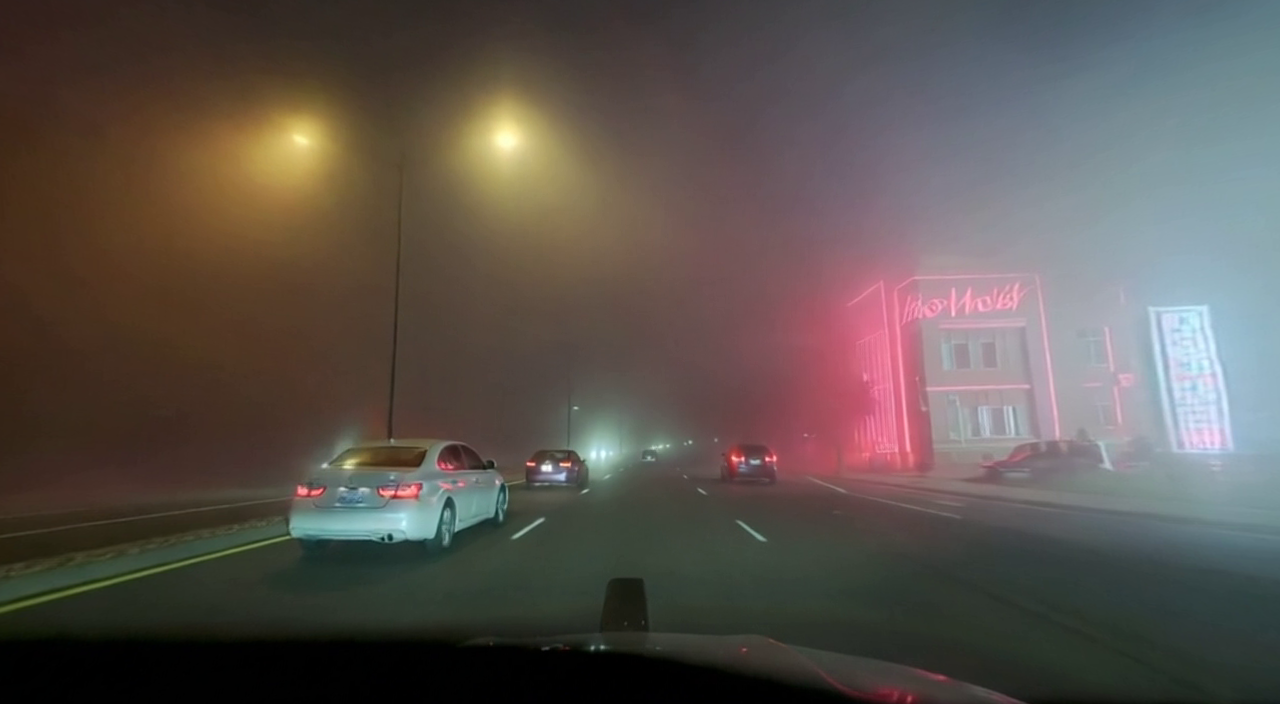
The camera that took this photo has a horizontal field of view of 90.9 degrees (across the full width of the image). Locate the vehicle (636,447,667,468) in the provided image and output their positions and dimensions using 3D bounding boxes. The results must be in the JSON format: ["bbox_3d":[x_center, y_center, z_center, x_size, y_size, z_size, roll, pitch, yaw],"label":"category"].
[{"bbox_3d":[0.887,7.778,46.575,2.164,1.477,3.988,-1,-9,2],"label":"vehicle"}]

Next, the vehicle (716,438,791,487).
[{"bbox_3d":[4.296,4.255,24.493,2.103,1.699,4.171,0,-9,0],"label":"vehicle"}]

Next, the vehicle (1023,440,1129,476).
[{"bbox_3d":[18.041,4.383,26.133,3.368,1.389,1.595,2,-9,-11],"label":"vehicle"}]

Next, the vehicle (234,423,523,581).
[{"bbox_3d":[-3.069,1.867,8.676,2.118,1.568,4.436,0,-9,-1],"label":"vehicle"}]

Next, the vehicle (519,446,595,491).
[{"bbox_3d":[-2.894,4.158,22.934,1.980,1.454,4.226,-1,-9,3],"label":"vehicle"}]
